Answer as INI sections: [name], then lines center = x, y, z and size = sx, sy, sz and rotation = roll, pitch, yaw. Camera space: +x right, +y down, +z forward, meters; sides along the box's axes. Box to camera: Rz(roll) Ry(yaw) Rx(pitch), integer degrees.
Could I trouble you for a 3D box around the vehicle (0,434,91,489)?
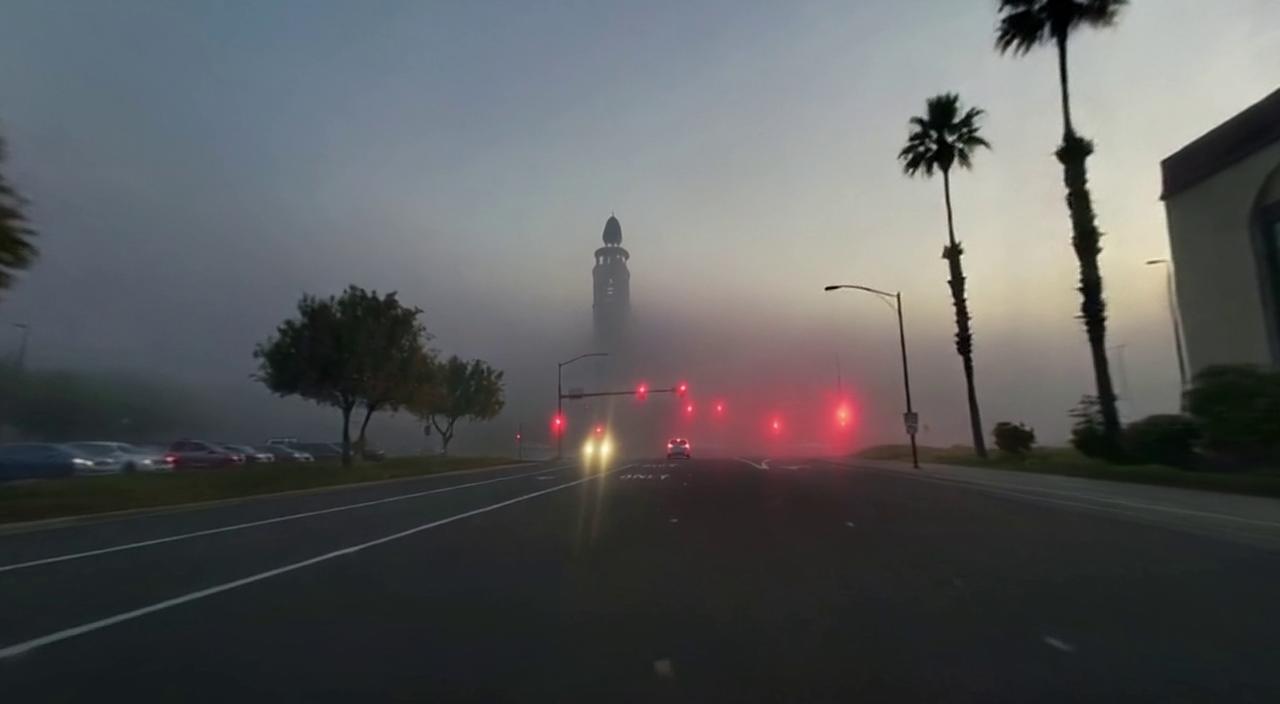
[vehicle]
center = -22.474, 3.858, 22.178
size = 4.407, 1.736, 2.023
rotation = -2, -6, 3
